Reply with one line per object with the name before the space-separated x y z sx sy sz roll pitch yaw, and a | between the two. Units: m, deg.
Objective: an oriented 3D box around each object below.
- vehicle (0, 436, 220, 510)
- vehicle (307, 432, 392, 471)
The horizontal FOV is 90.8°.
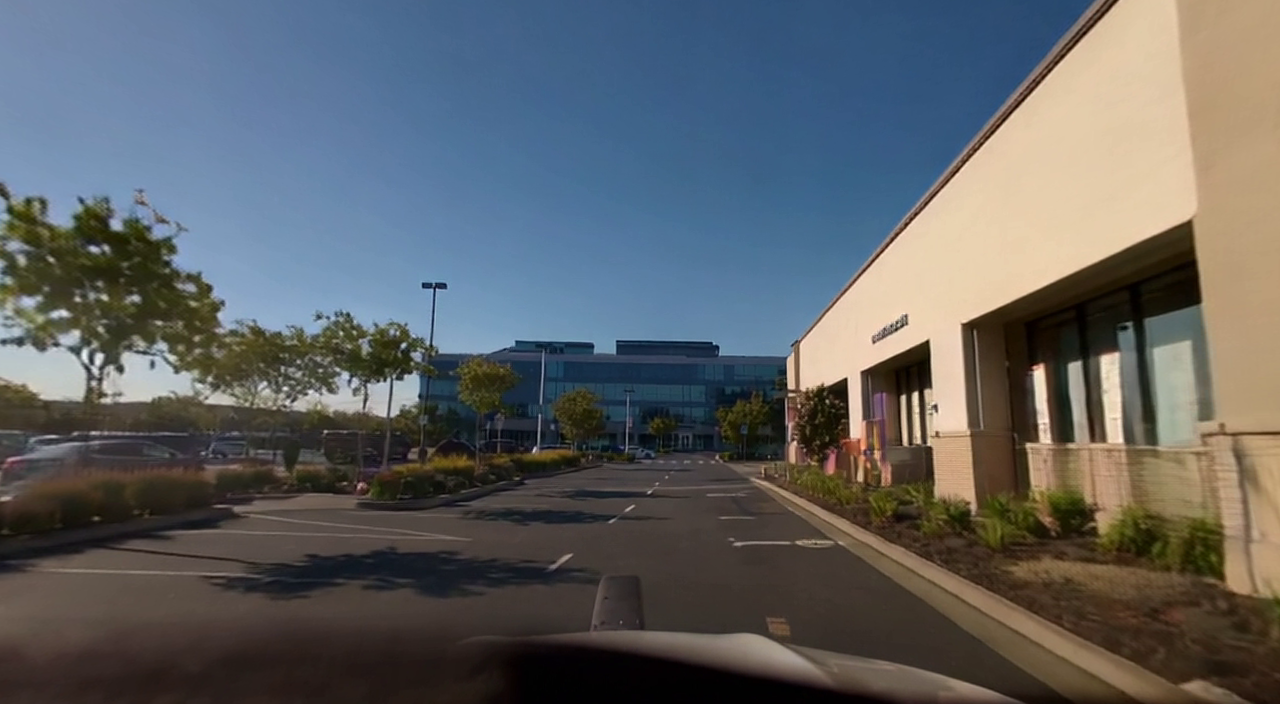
vehicle | -12.513 2.750 14.871 1.847 1.443 4.484 -1 -9 6
vehicle | -15.640 5.390 34.308 1.972 1.923 4.535 -1 -9 7
